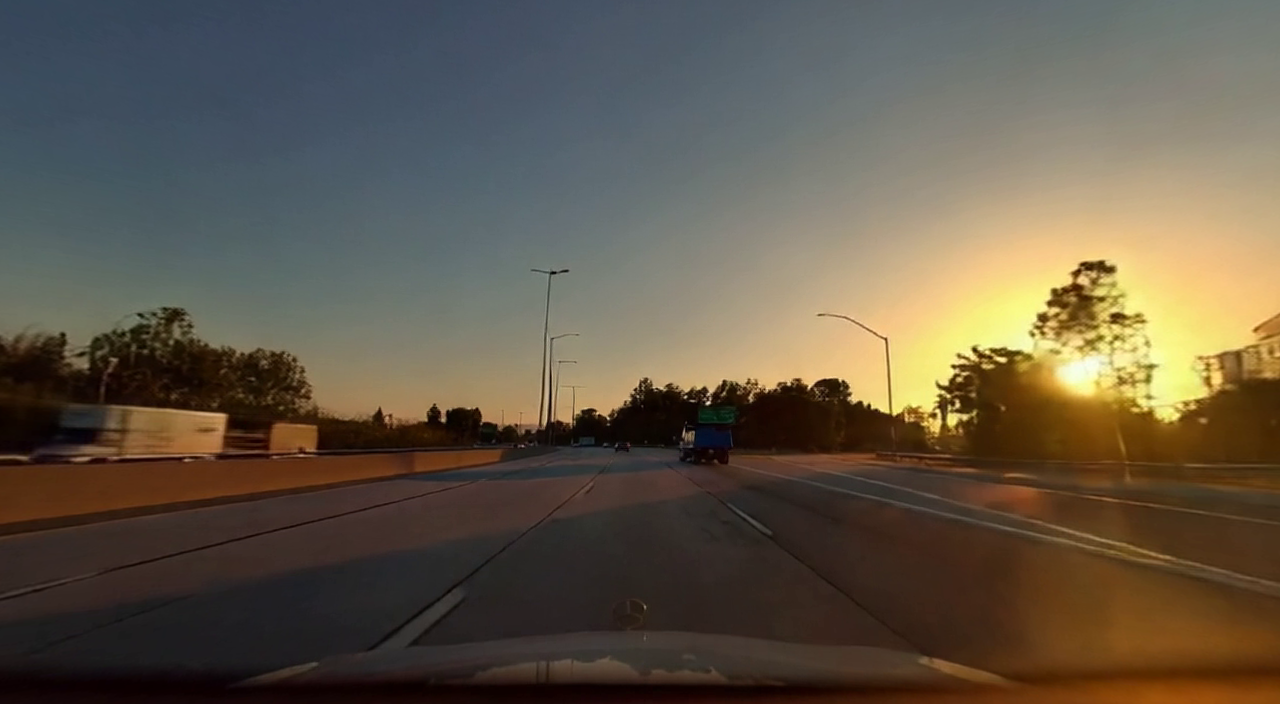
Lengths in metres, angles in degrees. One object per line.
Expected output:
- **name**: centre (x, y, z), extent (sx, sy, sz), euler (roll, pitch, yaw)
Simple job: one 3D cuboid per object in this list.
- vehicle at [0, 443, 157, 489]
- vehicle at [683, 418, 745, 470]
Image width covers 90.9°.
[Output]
- **vehicle**: centre (-21.007, 4.203, 23.722), extent (1.874, 1.530, 4.805), euler (0, -9, 0)
- **vehicle**: centre (3.798, 4.897, 33.641), extent (2.430, 2.495, 6.062), euler (0, -8, -2)
